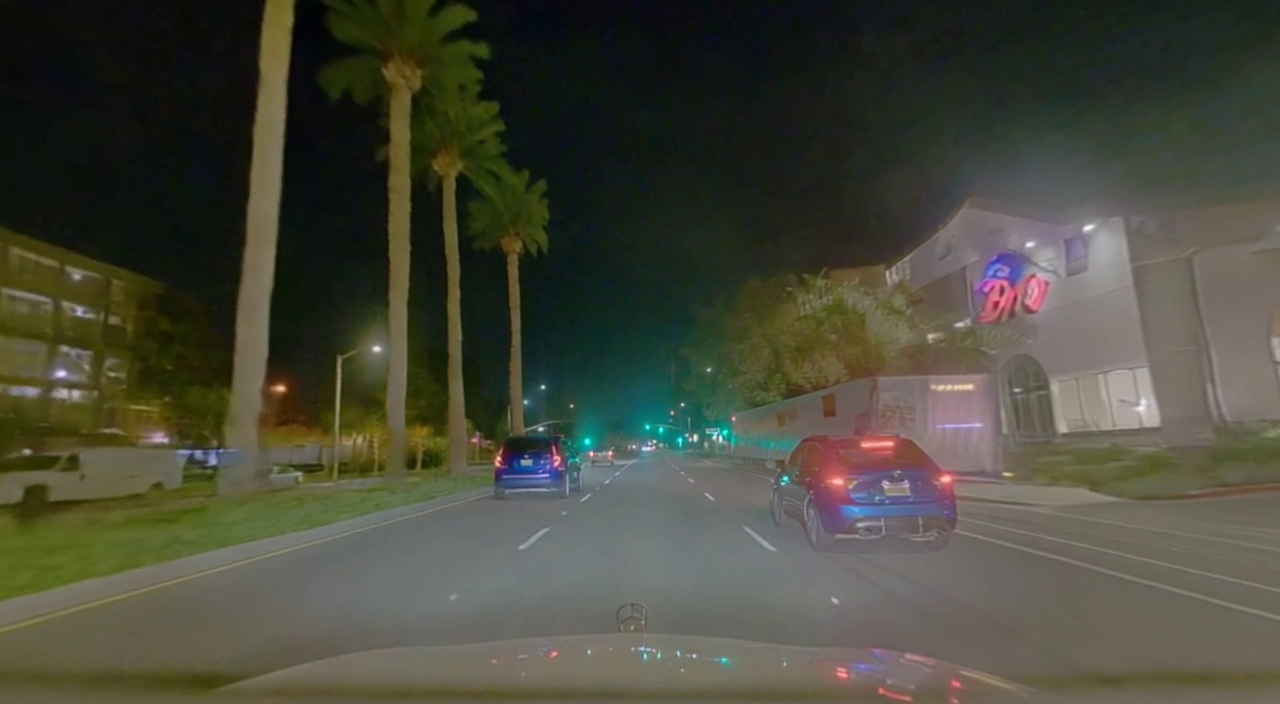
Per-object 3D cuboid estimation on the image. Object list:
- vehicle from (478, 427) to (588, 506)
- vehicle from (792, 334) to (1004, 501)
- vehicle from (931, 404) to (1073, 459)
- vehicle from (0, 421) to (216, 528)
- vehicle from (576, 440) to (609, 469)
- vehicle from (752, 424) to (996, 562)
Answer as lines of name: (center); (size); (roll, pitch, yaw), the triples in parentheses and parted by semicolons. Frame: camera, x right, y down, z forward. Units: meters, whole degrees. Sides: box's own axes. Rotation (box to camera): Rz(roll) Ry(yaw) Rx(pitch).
vehicle: (-2.695, 3.020, 17.026); (2.058, 1.804, 4.391); (-1, -9, 2)
vehicle: (7.103, 2.107, 19.090); (2.902, 3.992, 8.073); (0, -8, 0)
vehicle: (18.028, 4.060, 31.677); (5.858, 2.544, 2.273); (-5, -10, 30)
vehicle: (-21.509, 4.592, 24.742); (3.030, 3.354, 9.135); (-1, -9, 2)
vehicle: (-3.065, 6.711, 41.398); (1.998, 1.743, 4.402); (0, -9, -2)
vehicle: (3.002, 1.896, 9.201); (1.946, 1.513, 4.133); (0, -9, 0)
